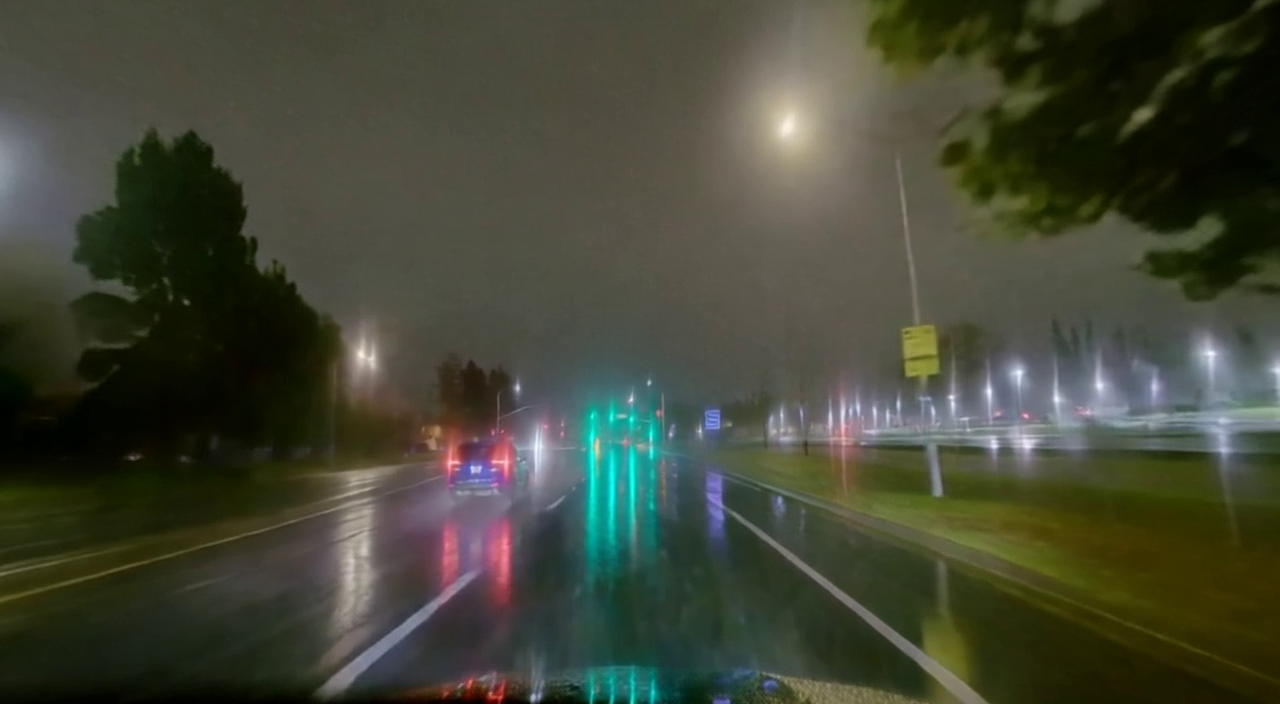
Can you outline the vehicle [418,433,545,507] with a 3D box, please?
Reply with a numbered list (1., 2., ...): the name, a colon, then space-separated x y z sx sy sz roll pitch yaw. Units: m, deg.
1. vehicle: -3.525 2.675 14.888 1.964 1.472 4.078 0 -8 -1
